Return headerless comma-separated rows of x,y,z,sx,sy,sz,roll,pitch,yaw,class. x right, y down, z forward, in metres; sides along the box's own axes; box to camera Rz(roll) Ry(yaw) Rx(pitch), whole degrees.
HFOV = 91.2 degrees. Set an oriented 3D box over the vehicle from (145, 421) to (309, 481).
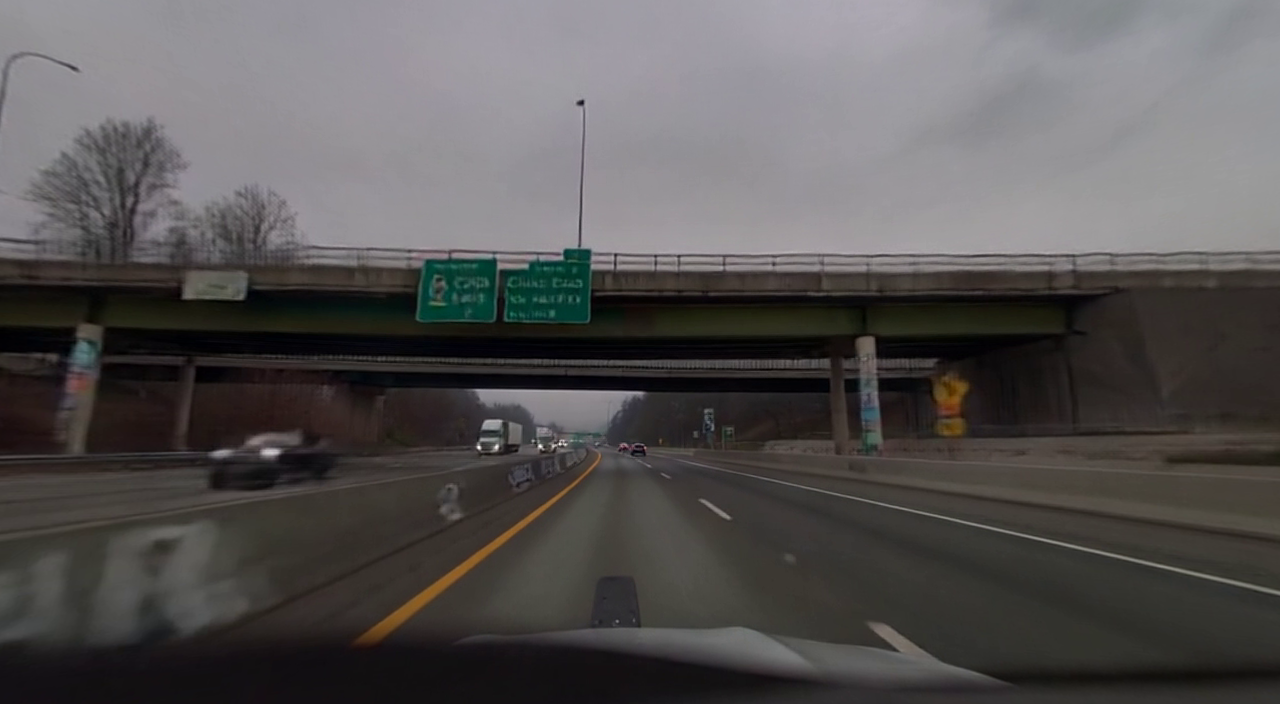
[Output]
-11.938,2.919,18.547,1.953,1.574,4.212,0,-9,0,vehicle
